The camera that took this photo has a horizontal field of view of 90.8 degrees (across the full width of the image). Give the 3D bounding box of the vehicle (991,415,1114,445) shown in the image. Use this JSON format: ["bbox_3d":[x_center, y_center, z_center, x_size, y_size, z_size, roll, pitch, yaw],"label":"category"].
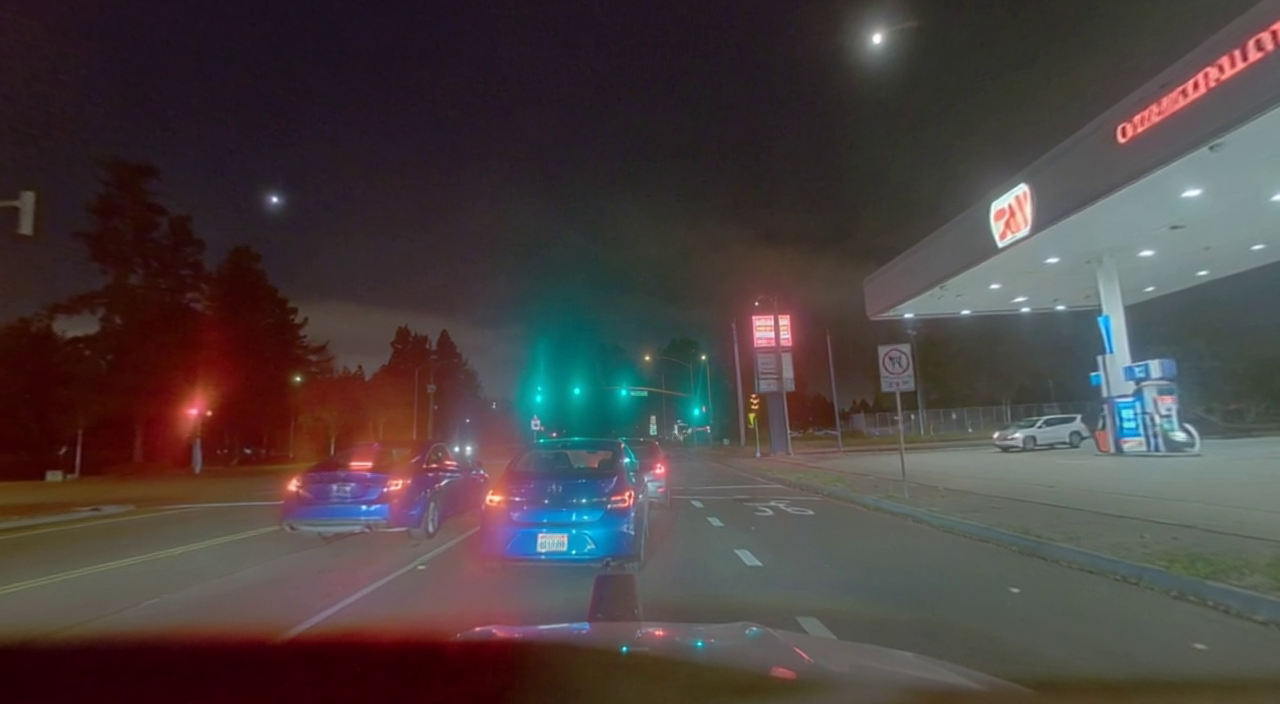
[{"bbox_3d":[21.181,4.050,32.580,4.874,1.502,2.048,0,-8,0],"label":"vehicle"}]

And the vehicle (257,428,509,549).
[{"bbox_3d":[-3.752,2.081,10.405,1.995,1.506,4.773,0,-8,2],"label":"vehicle"}]

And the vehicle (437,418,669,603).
[{"bbox_3d":[-0.645,1.635,7.493,1.916,1.510,4.447,0,-8,2],"label":"vehicle"}]
